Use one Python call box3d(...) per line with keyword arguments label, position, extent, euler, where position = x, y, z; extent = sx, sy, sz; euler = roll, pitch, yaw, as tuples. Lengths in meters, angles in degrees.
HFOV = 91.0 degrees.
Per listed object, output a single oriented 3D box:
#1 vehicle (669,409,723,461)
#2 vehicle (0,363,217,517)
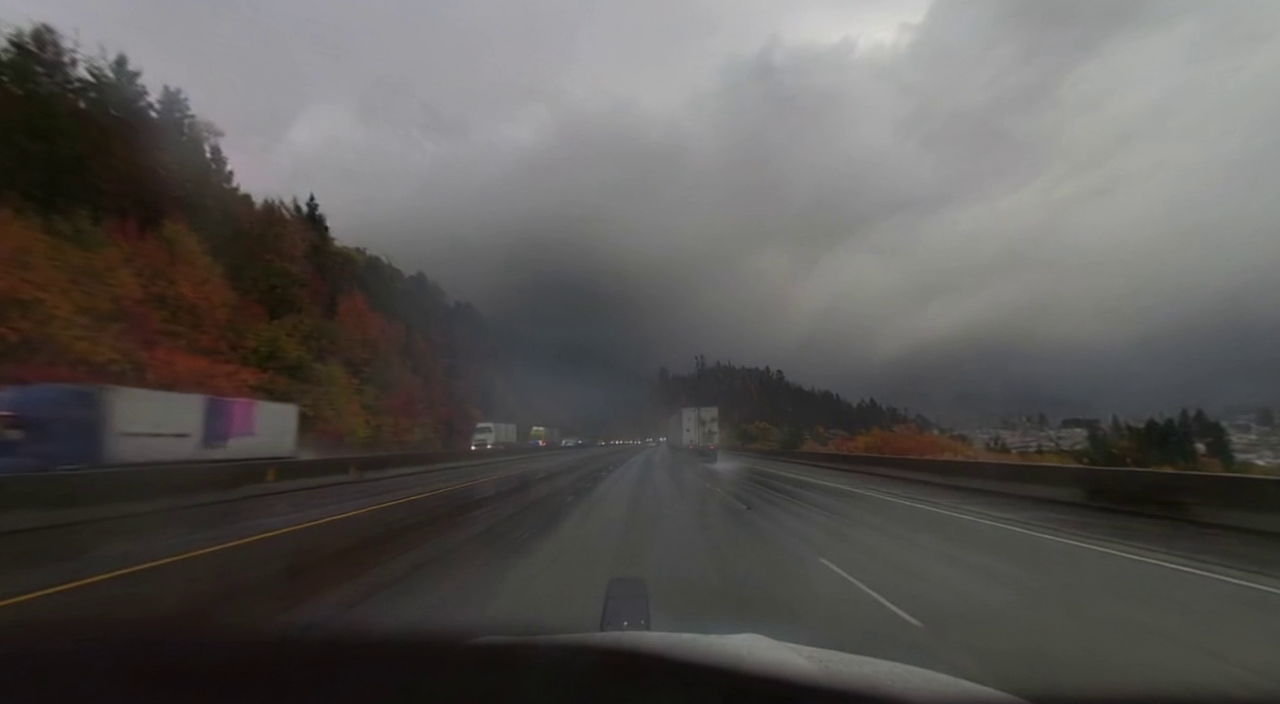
box3d(label="vehicle", position=(3.867, 6.071, 45.647), extent=(2.932, 3.425, 7.941), euler=(0, -8, -2))
box3d(label="vehicle", position=(-19.285, 2.957, 21.031), extent=(2.923, 4.256, 10.164), euler=(0, -8, 1))
